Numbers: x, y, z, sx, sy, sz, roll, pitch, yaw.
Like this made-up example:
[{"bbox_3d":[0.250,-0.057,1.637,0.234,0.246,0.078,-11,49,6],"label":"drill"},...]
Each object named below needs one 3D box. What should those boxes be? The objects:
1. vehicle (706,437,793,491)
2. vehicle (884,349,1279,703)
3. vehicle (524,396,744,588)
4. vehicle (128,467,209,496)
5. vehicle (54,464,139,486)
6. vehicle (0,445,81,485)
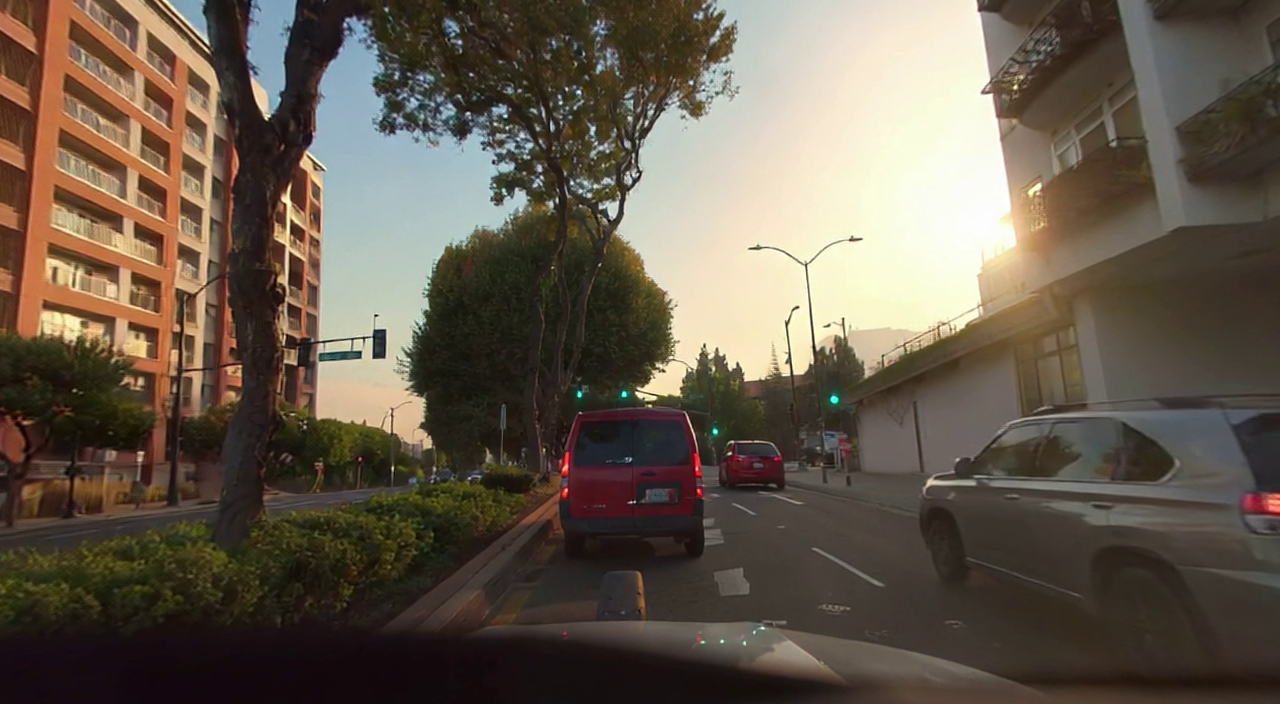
[{"bbox_3d":[3.709,3.879,22.270,2.061,1.676,4.734,0,-9,-2],"label":"vehicle"},{"bbox_3d":[3.788,1.157,4.779,2.157,1.748,4.130,0,-9,-1],"label":"vehicle"},{"bbox_3d":[-0.043,1.666,8.274,2.101,1.828,4.270,0,-9,0],"label":"vehicle"},{"bbox_3d":[-33.207,9.127,44.500,4.292,1.492,1.772,-6,-14,-1],"label":"vehicle"},{"bbox_3d":[-38.396,8.690,44.610,4.396,1.458,1.809,-1,-9,2],"label":"vehicle"},{"bbox_3d":[-43.375,8.050,44.896,4.828,2.159,2.127,-4,-14,-11],"label":"vehicle"}]
